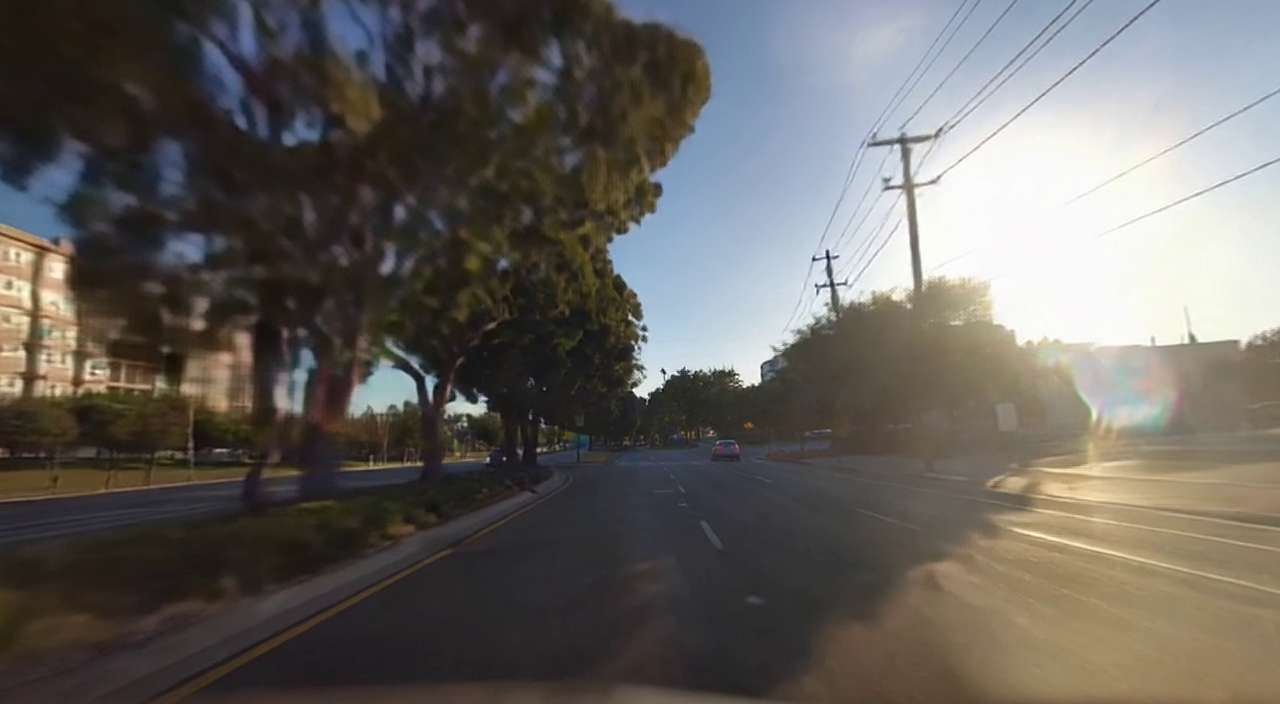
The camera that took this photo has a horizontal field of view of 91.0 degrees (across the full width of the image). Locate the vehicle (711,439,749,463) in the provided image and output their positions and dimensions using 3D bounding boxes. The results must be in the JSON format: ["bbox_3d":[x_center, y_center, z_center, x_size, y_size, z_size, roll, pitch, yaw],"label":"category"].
[{"bbox_3d":[5.810,6.426,41.071,1.908,1.476,3.880,0,-8,0],"label":"vehicle"}]

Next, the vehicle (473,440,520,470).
[{"bbox_3d":[-9.575,6.912,42.471,2.041,1.829,4.797,0,-8,0],"label":"vehicle"}]
